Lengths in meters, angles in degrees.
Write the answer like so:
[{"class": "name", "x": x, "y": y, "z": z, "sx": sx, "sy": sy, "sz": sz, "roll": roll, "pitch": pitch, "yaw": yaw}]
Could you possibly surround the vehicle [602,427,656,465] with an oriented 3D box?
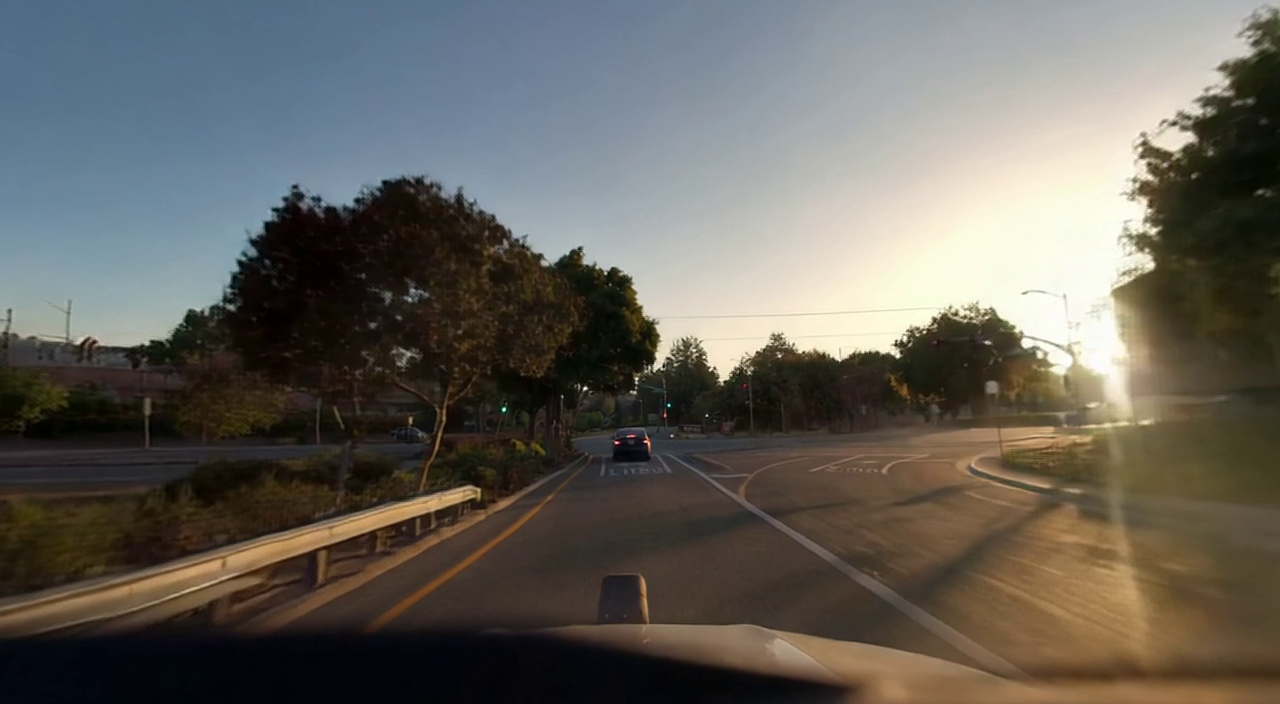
[{"class": "vehicle", "x": -0.453, "y": 3.918, "z": 26.394, "sx": 2.056, "sy": 1.473, "sz": 4.380, "roll": 0, "pitch": -8, "yaw": -1}]
